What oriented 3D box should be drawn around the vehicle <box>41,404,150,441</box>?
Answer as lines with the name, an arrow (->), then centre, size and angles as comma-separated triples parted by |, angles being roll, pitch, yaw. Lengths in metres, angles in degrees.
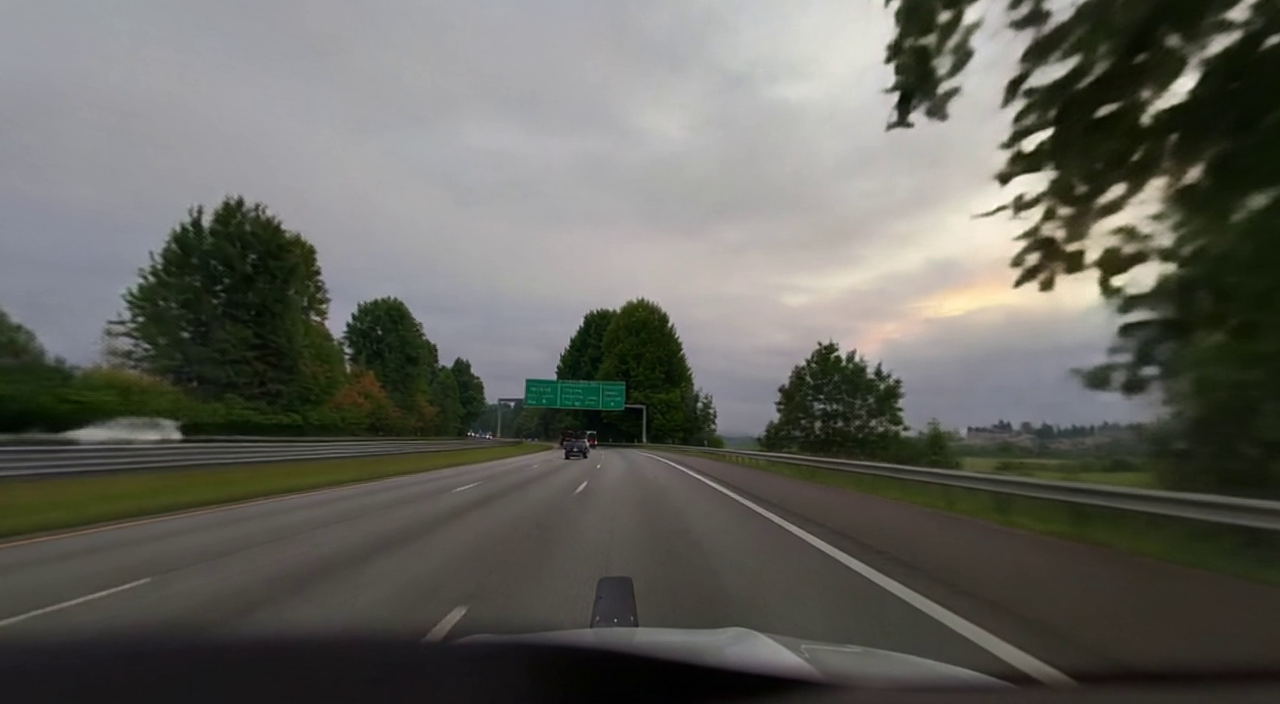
vehicle -> -23.949, 3.175, 27.856 | 1.751, 1.416, 3.650 | -3, -8, -4
